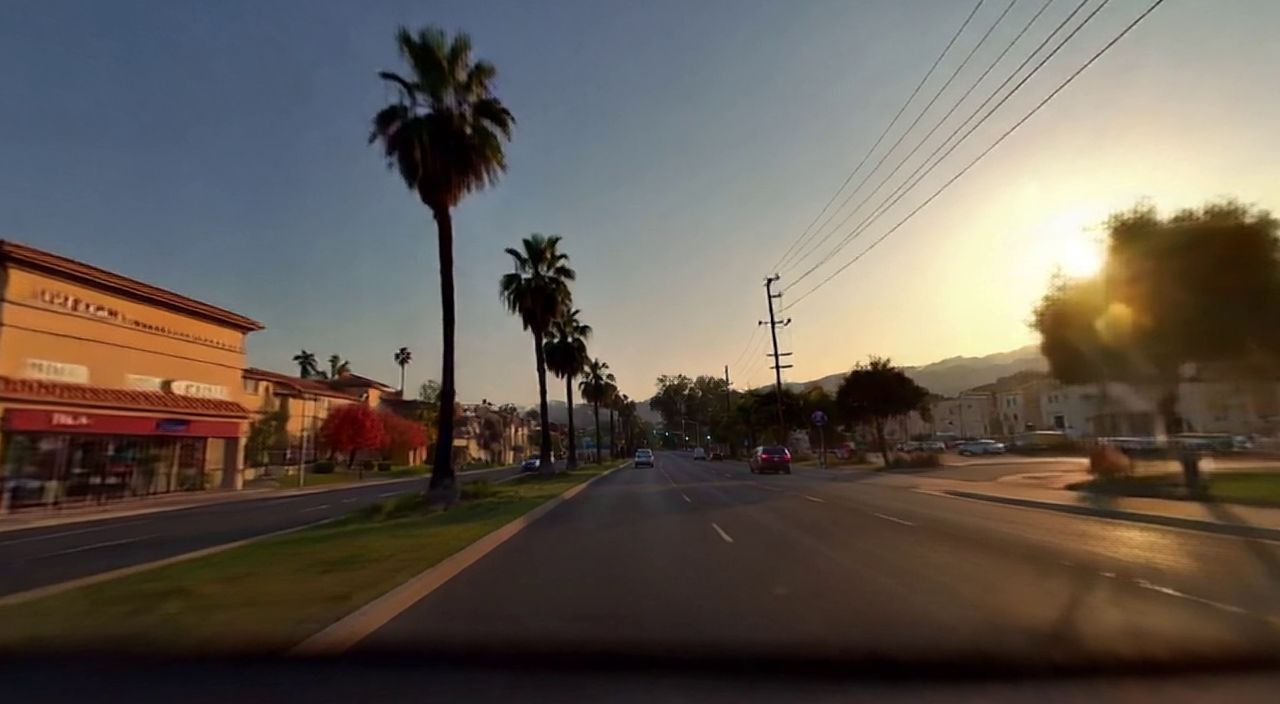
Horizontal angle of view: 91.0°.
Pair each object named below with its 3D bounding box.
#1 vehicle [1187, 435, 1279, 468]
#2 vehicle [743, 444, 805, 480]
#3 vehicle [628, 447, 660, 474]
[{"bbox_3d":[29.604,4.828,30.573,4.191,1.492,1.950,0,-9,0],"label":"vehicle"},{"bbox_3d":[6.868,5.680,32.887,2.252,1.718,4.617,0,-9,1],"label":"vehicle"},{"bbox_3d":[0.296,7.480,43.588,2.138,1.702,4.168,0,-9,1],"label":"vehicle"}]
